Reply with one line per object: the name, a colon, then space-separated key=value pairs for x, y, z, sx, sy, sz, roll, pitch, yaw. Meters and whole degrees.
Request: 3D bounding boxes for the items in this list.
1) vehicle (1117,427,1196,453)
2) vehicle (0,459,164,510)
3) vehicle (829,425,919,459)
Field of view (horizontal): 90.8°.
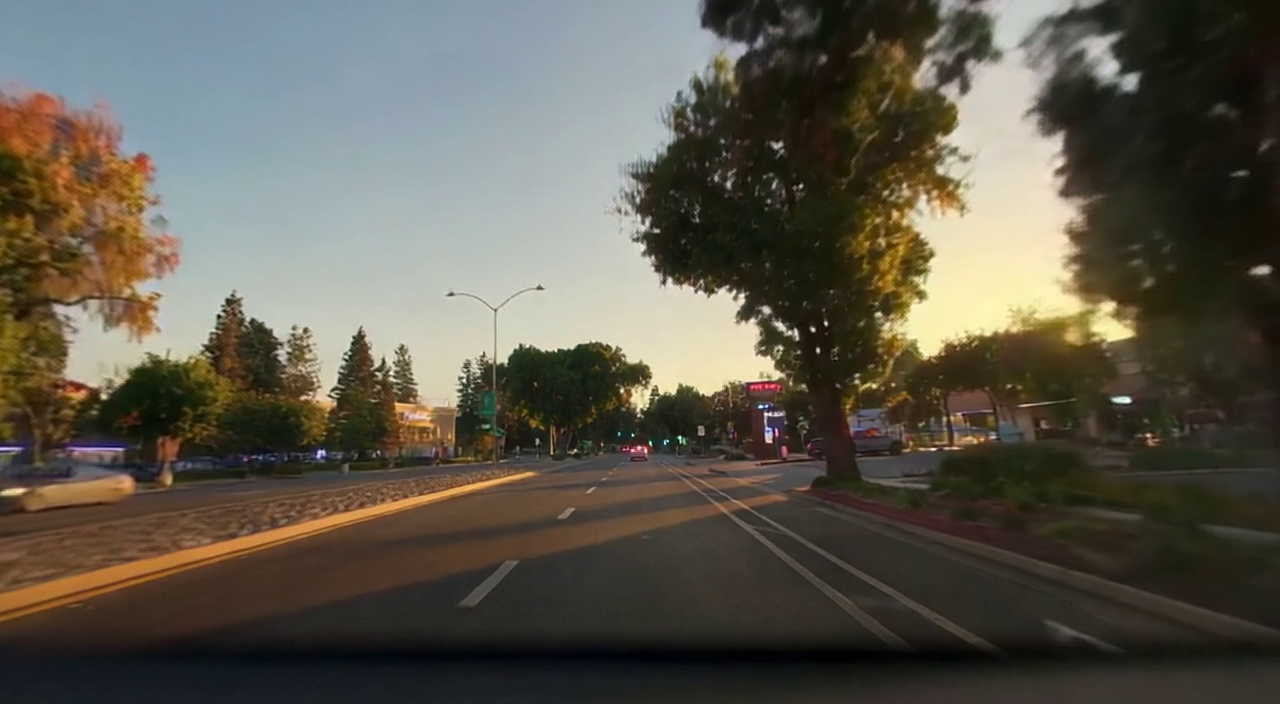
vehicle: x=33.086 y=5.698 z=40.619 sx=1.780 sy=1.456 sz=4.390 roll=-6 pitch=-10 yaw=8
vehicle: x=-19.041 y=4.468 z=21.716 sx=1.825 sy=1.457 sz=4.454 roll=0 pitch=-9 yaw=0
vehicle: x=13.734 y=5.327 z=37.246 sx=4.514 sy=1.929 sz=1.991 roll=1 pitch=-9 yaw=-4
